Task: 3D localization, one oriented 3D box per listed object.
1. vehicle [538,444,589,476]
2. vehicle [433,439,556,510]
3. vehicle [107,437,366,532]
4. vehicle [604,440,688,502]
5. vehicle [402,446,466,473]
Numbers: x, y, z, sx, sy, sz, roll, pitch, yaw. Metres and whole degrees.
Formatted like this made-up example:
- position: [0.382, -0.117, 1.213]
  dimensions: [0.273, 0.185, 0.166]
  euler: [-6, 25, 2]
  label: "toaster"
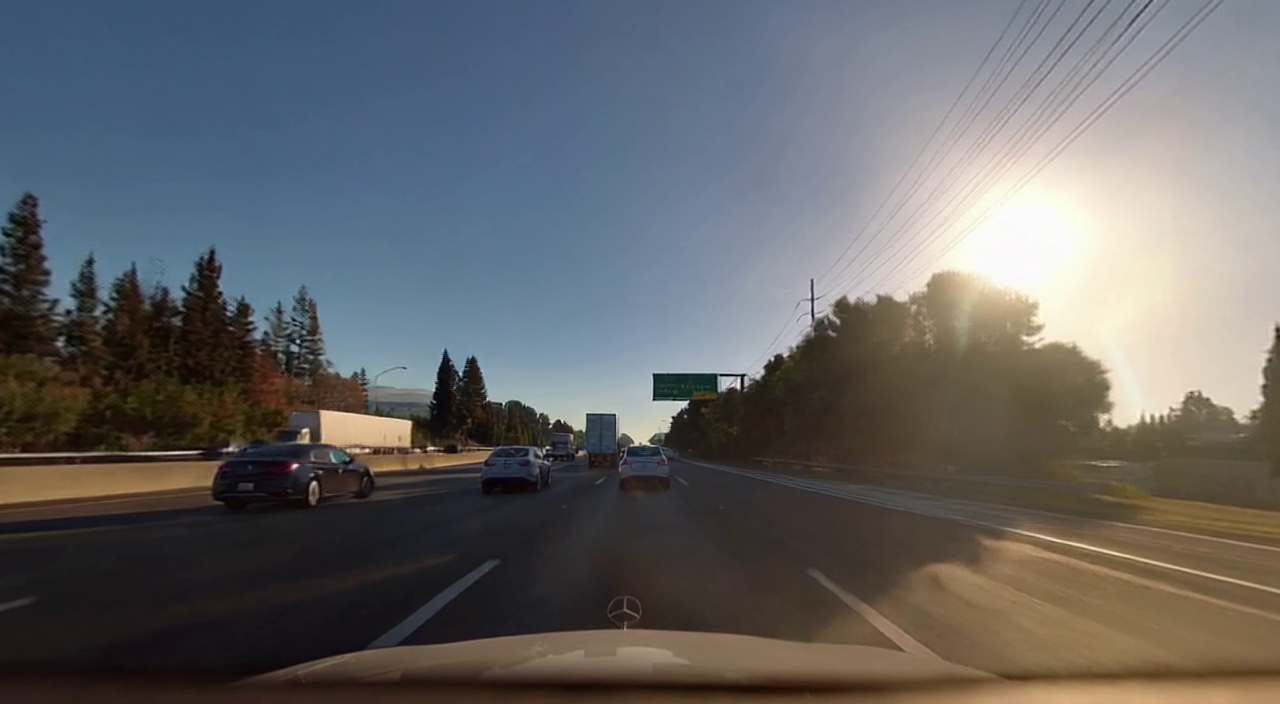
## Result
- position: [-3.647, 5.254, 30.815]
  dimensions: [2.013, 1.437, 3.801]
  euler: [0, -9, 0]
  label: "vehicle"
- position: [-3.334, 2.886, 15.334]
  dimensions: [1.912, 1.464, 4.115]
  euler: [0, -9, 1]
  label: "vehicle"
- position: [-7.209, 2.382, 12.003]
  dimensions: [1.867, 1.445, 4.499]
  euler: [0, -9, 1]
  label: "vehicle"
- position: [0.077, 3.208, 17.496]
  dimensions: [2.018, 1.470, 4.491]
  euler: [0, -9, -2]
  label: "vehicle"
- position: [-11.779, 6.149, 36.379]
  dimensions: [2.004, 1.457, 4.758]
  euler: [0, -9, 1]
  label: "vehicle"
